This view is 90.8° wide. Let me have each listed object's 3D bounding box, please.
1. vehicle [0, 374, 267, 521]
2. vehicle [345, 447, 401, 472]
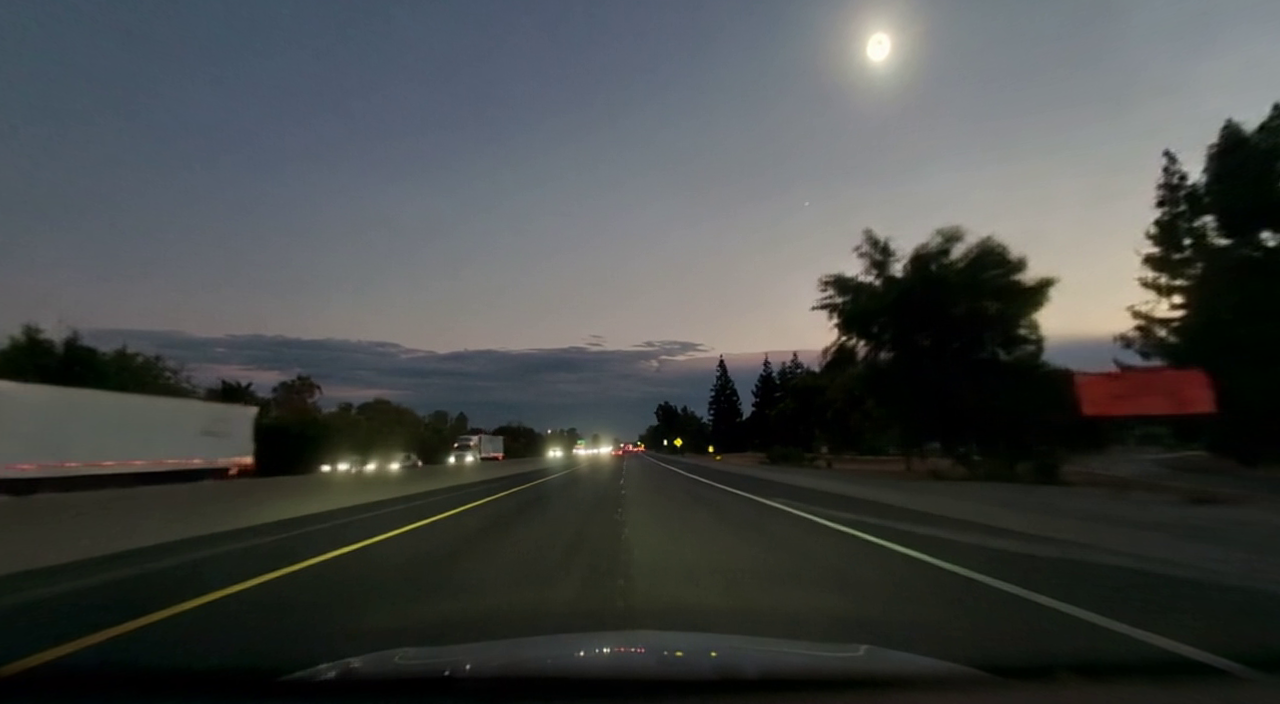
[{"bbox_3d":[-20.757,3.654,24.104,2.936,4.356,16.937,0,-9,-1],"label":"vehicle"},{"bbox_3d":[-16.621,6.696,39.483,1.809,1.431,4.150,0,-9,-2],"label":"vehicle"}]
